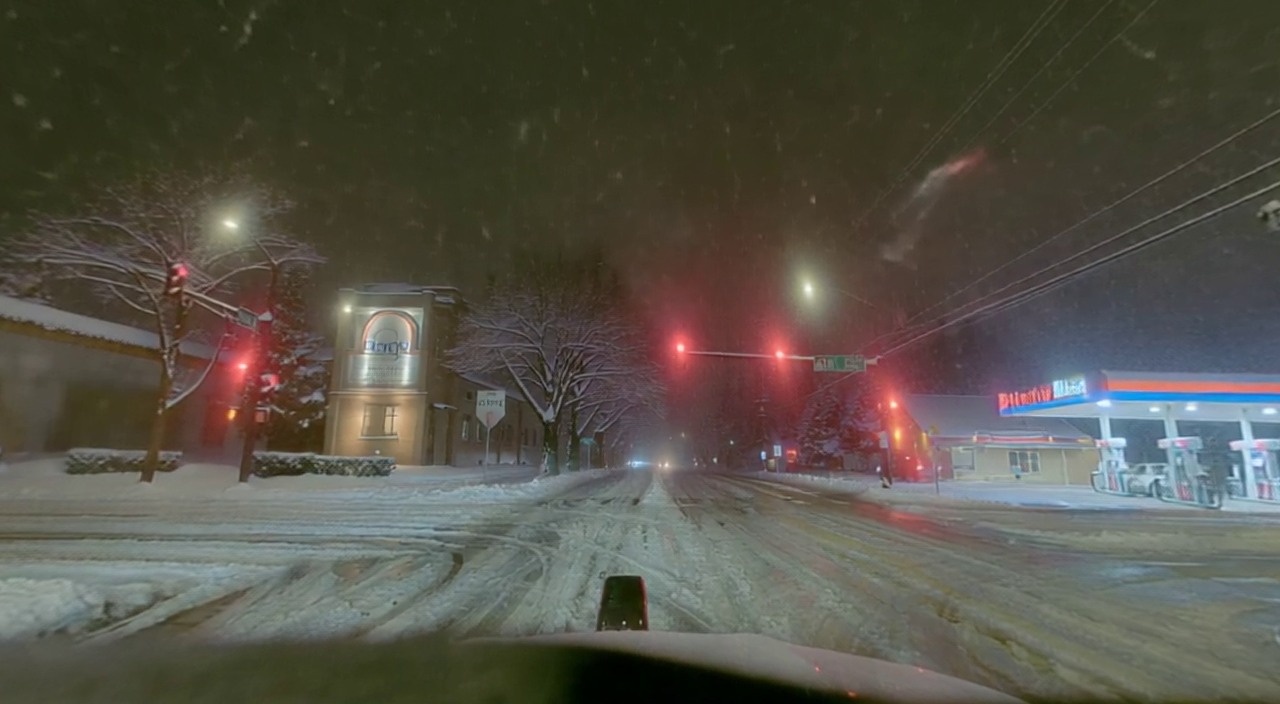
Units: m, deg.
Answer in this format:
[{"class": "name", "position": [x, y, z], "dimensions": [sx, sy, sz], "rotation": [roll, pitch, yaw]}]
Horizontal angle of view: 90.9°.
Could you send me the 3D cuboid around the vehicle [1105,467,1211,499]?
[{"class": "vehicle", "position": [28.026, 7.066, 34.310], "dimensions": [1.897, 1.466, 4.211], "rotation": [1, -8, -6]}]
